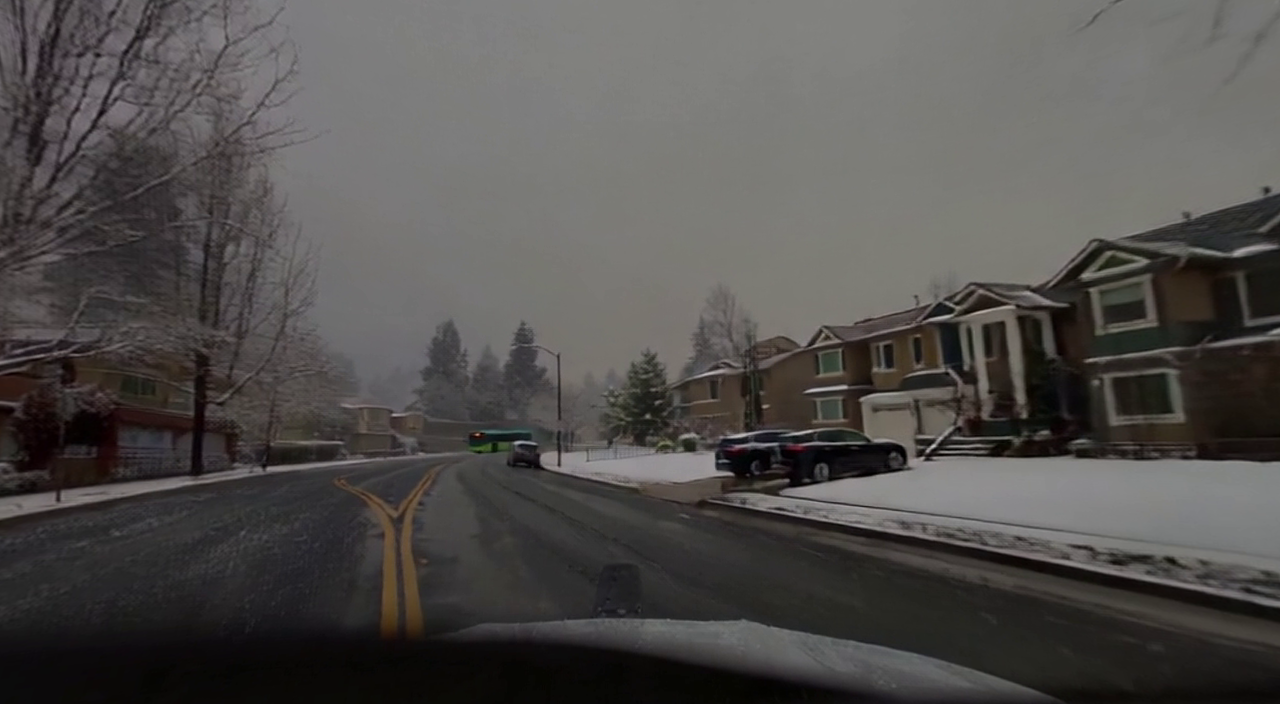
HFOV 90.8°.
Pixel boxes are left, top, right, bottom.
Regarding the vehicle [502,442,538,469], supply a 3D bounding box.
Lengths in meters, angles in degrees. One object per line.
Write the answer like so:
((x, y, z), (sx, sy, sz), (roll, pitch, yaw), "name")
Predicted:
((-7.591, 6.467, 39.632), (1.984, 1.601, 3.994), (2, -9, -14), "vehicle")

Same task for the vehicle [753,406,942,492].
((5.566, 2.570, 17.079), (4.431, 1.873, 1.920), (-1, -8, -20), "vehicle")
